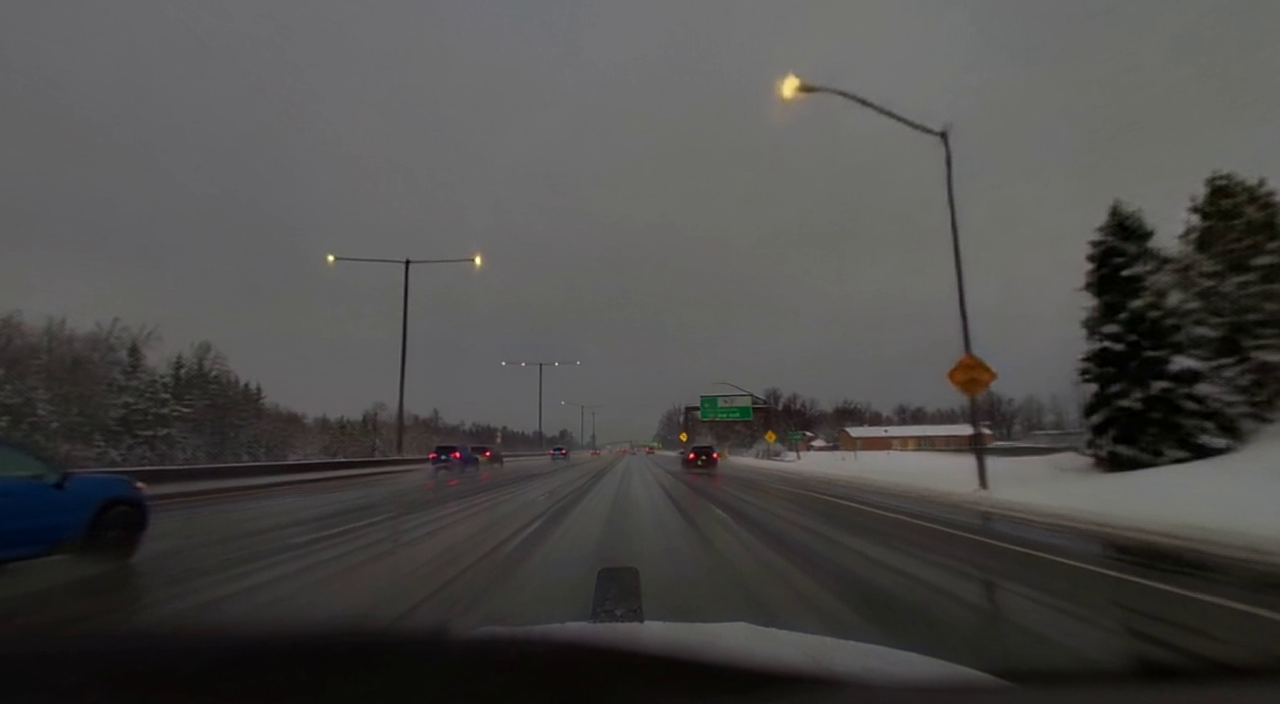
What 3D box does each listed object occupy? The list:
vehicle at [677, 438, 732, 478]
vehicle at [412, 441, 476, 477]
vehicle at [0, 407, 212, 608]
[{"bbox_3d":[3.170,5.351,32.065,2.184,1.892,4.763,0,-9,-2],"label":"vehicle"},{"bbox_3d":[-11.109,6.083,36.036,2.137,1.873,4.687,0,-9,0],"label":"vehicle"},{"bbox_3d":[-7.080,1.419,5.767,2.524,1.806,5.325,0,-9,0],"label":"vehicle"}]
